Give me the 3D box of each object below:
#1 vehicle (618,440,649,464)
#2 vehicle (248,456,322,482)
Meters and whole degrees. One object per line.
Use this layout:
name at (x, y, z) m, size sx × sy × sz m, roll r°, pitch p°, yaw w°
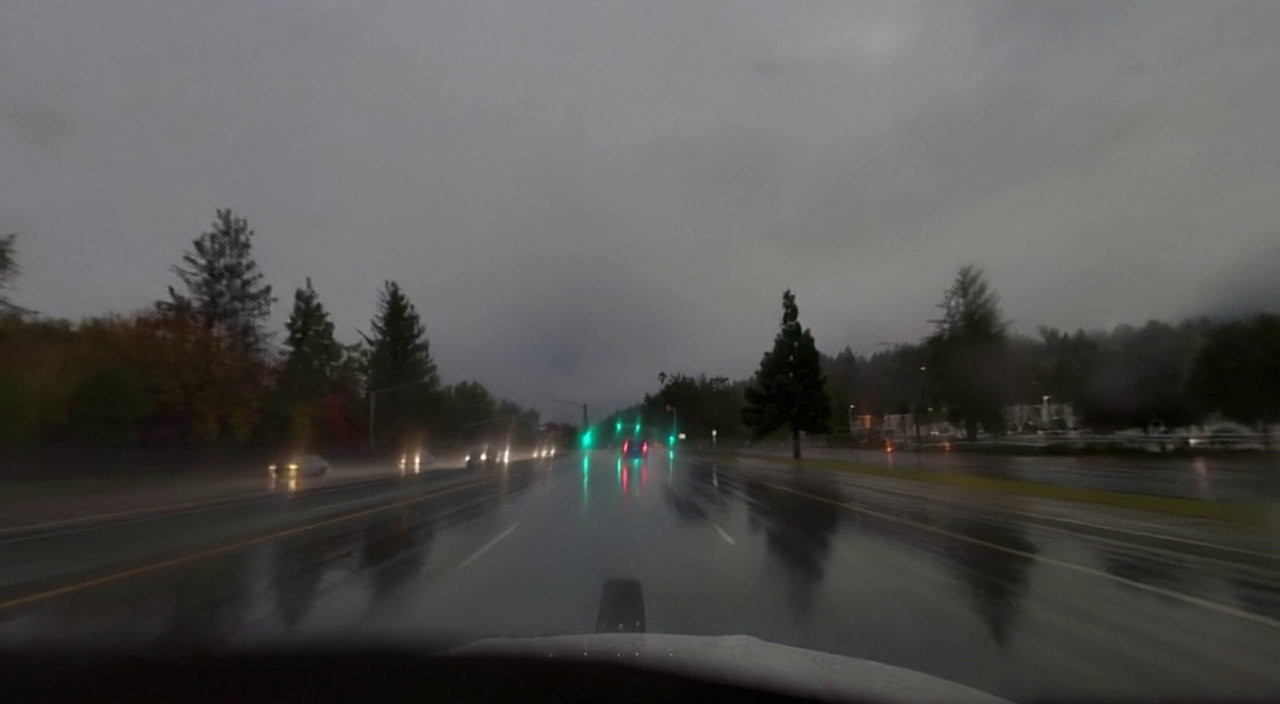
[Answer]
vehicle at (-0.496, 7.352, 46.601) m, size 2.174 × 1.703 × 4.231 m, roll 0°, pitch -9°, yaw 0°
vehicle at (-22.447, 7.418, 40.190) m, size 1.892 × 1.483 × 4.720 m, roll 0°, pitch -9°, yaw 1°
